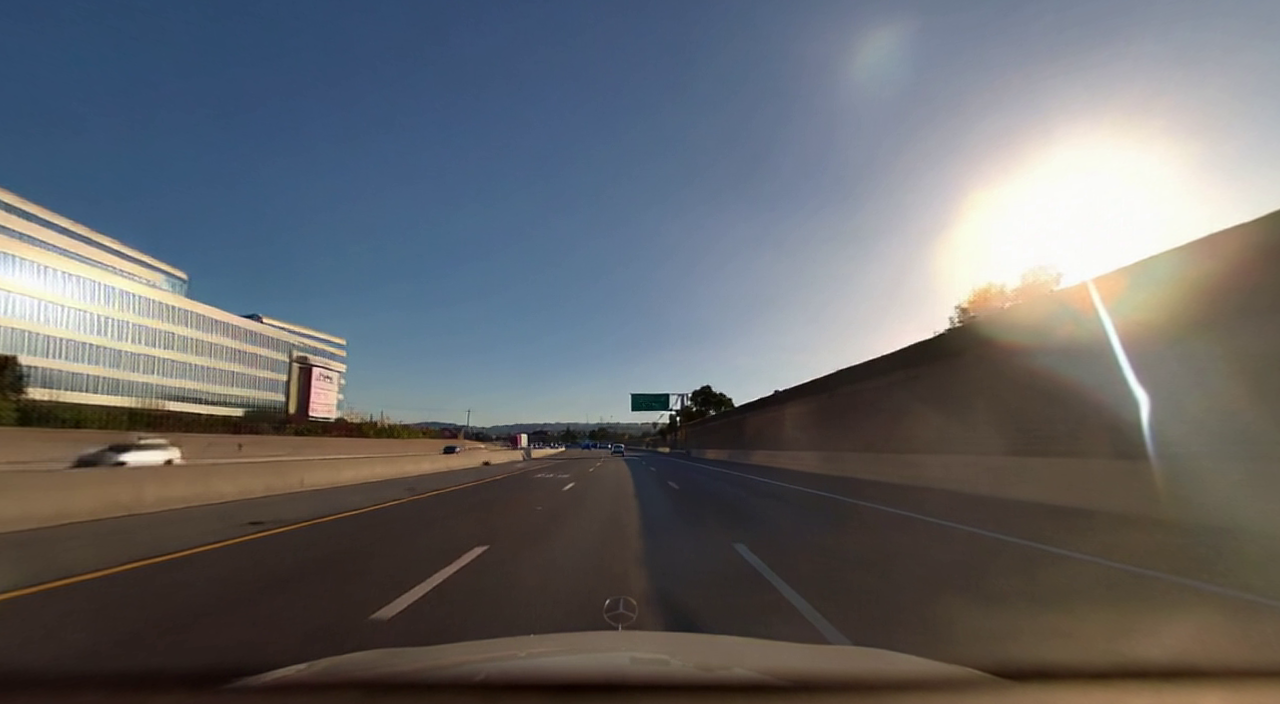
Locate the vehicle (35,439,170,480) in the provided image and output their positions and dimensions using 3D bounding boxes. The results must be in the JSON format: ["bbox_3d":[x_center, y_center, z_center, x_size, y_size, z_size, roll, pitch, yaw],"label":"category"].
[{"bbox_3d":[-21.025,4.223,24.757,1.816,1.477,3.941,0,-9,0],"label":"vehicle"}]
